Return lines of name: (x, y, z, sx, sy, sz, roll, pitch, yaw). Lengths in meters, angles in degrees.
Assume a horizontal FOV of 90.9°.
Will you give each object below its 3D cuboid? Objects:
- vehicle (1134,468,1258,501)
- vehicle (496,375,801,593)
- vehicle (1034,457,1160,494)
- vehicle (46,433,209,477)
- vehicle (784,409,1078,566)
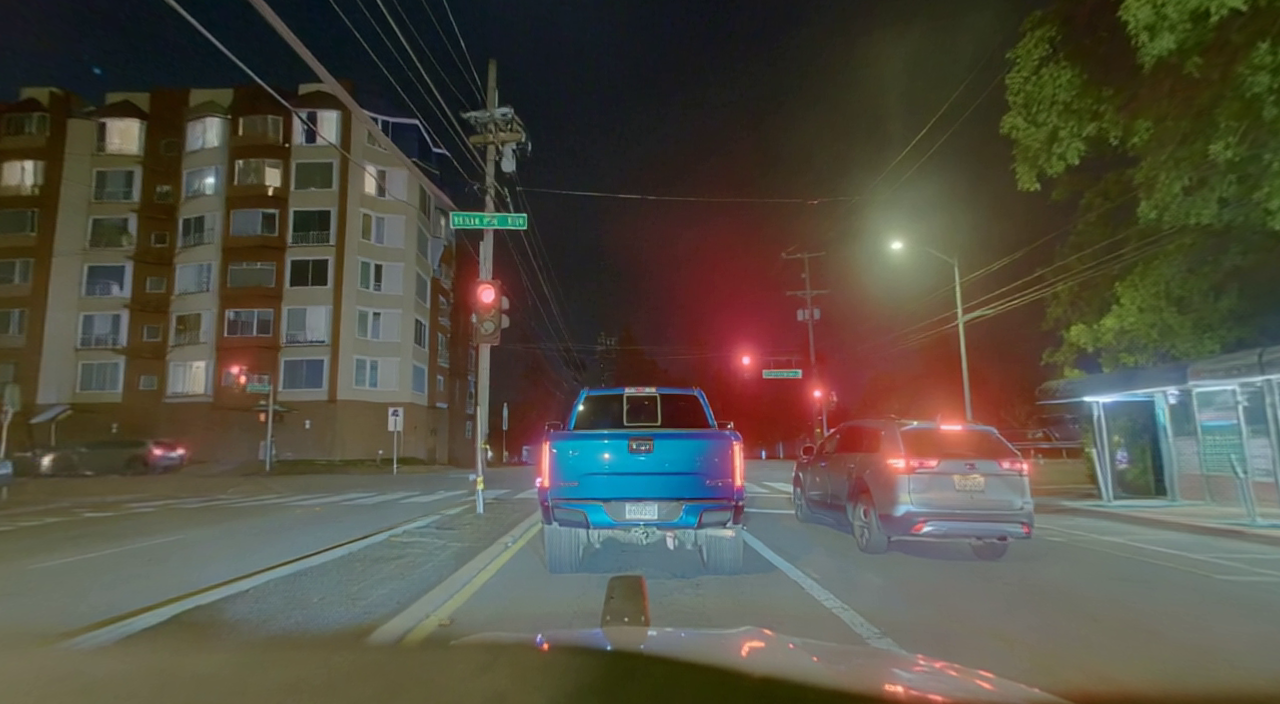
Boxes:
vehicle: (26.384, 6.284, 29.999, 4.071, 1.388, 1.884, 0, -8, 1)
vehicle: (0.106, 1.559, 8.300, 2.738, 1.959, 5.070, 0, -8, 1)
vehicle: (21.791, 5.893, 30.177, 4.498, 1.618, 1.843, 0, -8, 0)
vehicle: (-21.460, 4.331, 26.546, 5.043, 1.766, 1.980, 0, -9, -1)
vehicle: (3.845, 1.887, 9.579, 2.131, 1.759, 4.762, 0, -8, -1)
